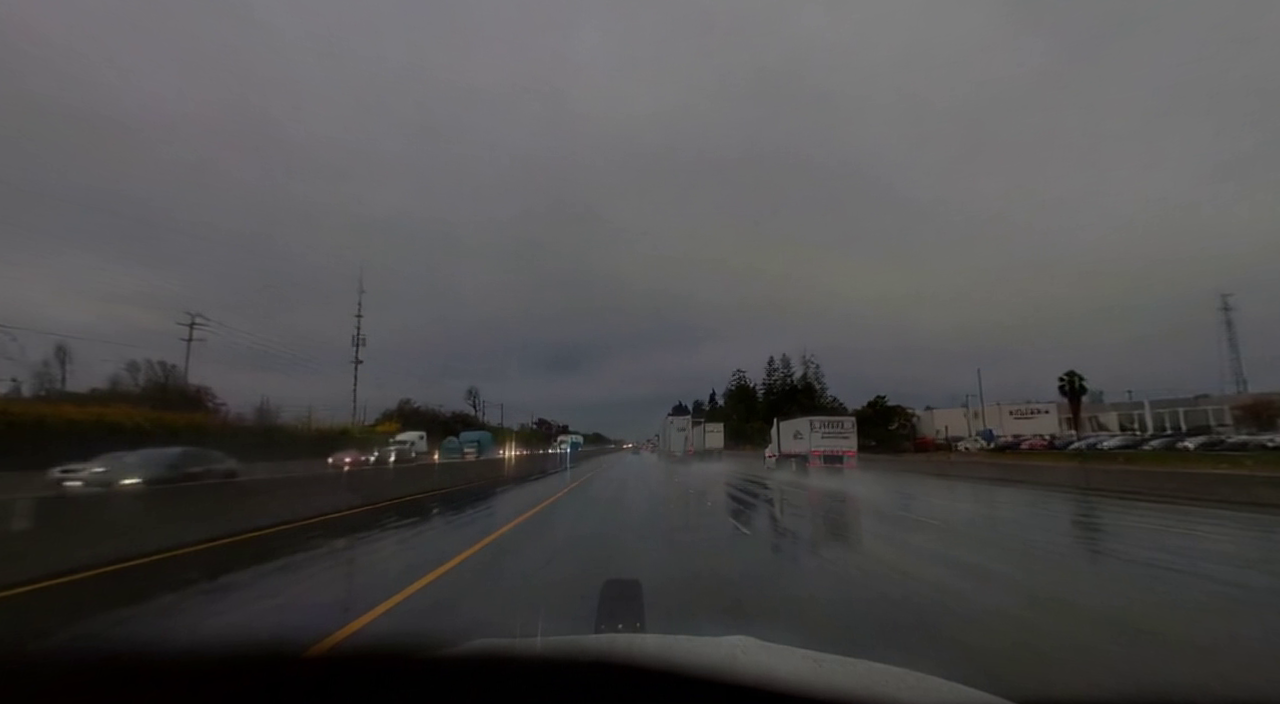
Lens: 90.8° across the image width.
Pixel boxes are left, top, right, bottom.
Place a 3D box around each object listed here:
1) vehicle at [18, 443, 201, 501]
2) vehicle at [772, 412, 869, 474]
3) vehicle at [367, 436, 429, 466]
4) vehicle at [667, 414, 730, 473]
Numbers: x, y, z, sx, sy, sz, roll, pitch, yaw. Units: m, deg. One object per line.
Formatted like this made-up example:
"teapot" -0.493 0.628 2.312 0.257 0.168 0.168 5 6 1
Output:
"vehicle" -14.040 3.162 17.022 1.881 1.385 3.476 0 -9 -1
"vehicle" 10.615 5.558 38.460 2.912 3.293 9.588 0 -9 -1
"vehicle" -17.479 7.194 45.952 2.330 2.041 5.234 0 -9 1
"vehicle" 3.263 5.403 37.125 2.742 3.054 7.537 0 -9 -2
